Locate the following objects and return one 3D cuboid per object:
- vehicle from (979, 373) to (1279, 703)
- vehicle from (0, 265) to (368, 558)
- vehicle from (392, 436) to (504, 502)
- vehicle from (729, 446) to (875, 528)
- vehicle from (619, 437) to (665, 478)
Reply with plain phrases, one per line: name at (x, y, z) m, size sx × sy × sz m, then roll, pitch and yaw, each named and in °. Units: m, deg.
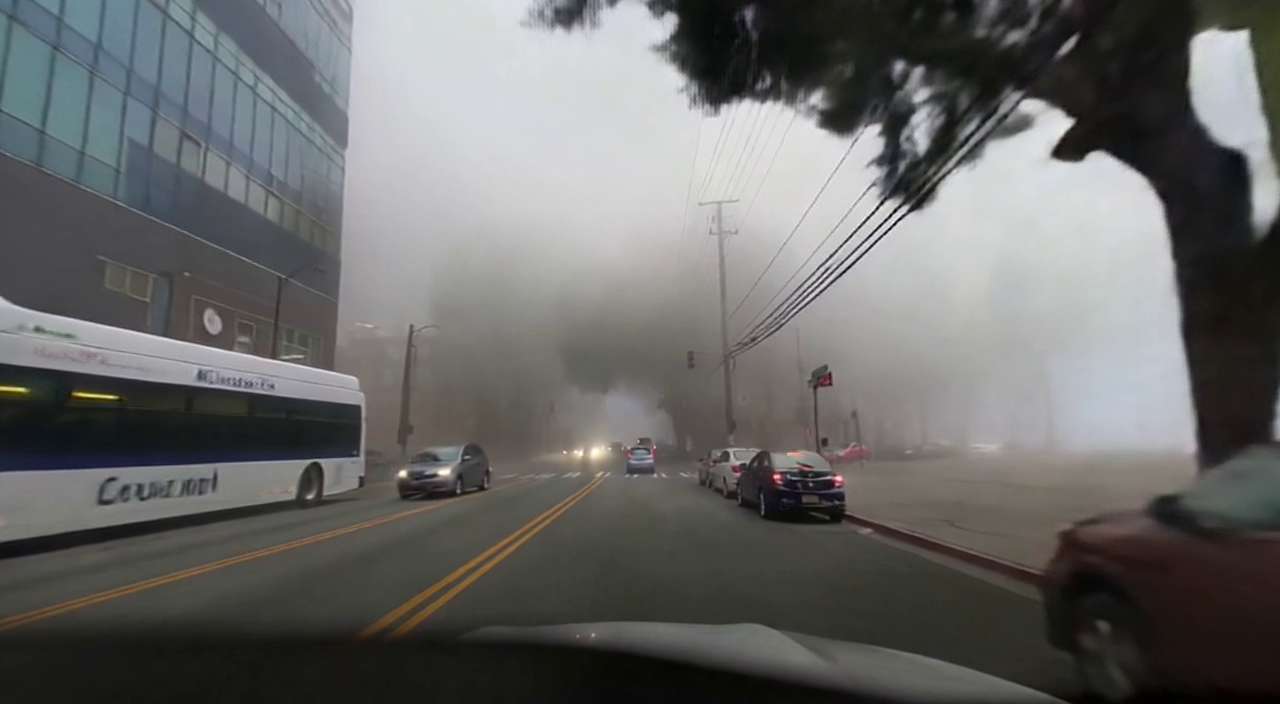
vehicle at (3.237, 0.874, 2.124) m, size 1.878 × 1.621 × 4.135 m, roll 0°, pitch -9°, yaw 0°
vehicle at (-9.416, 1.320, 11.302) m, size 3.022 × 3.627 × 13.129 m, roll -1°, pitch -9°, yaw 1°
vehicle at (-5.593, 3.457, 19.058) m, size 2.050 × 1.763 × 4.119 m, roll 0°, pitch -9°, yaw 0°
vehicle at (3.299, 2.835, 13.902) m, size 2.018 × 1.474 × 4.524 m, roll 0°, pitch -9°, yaw 0°
vehicle at (0.141, 5.269, 31.609) m, size 2.127 × 1.893 × 4.194 m, roll 0°, pitch -9°, yaw 1°
